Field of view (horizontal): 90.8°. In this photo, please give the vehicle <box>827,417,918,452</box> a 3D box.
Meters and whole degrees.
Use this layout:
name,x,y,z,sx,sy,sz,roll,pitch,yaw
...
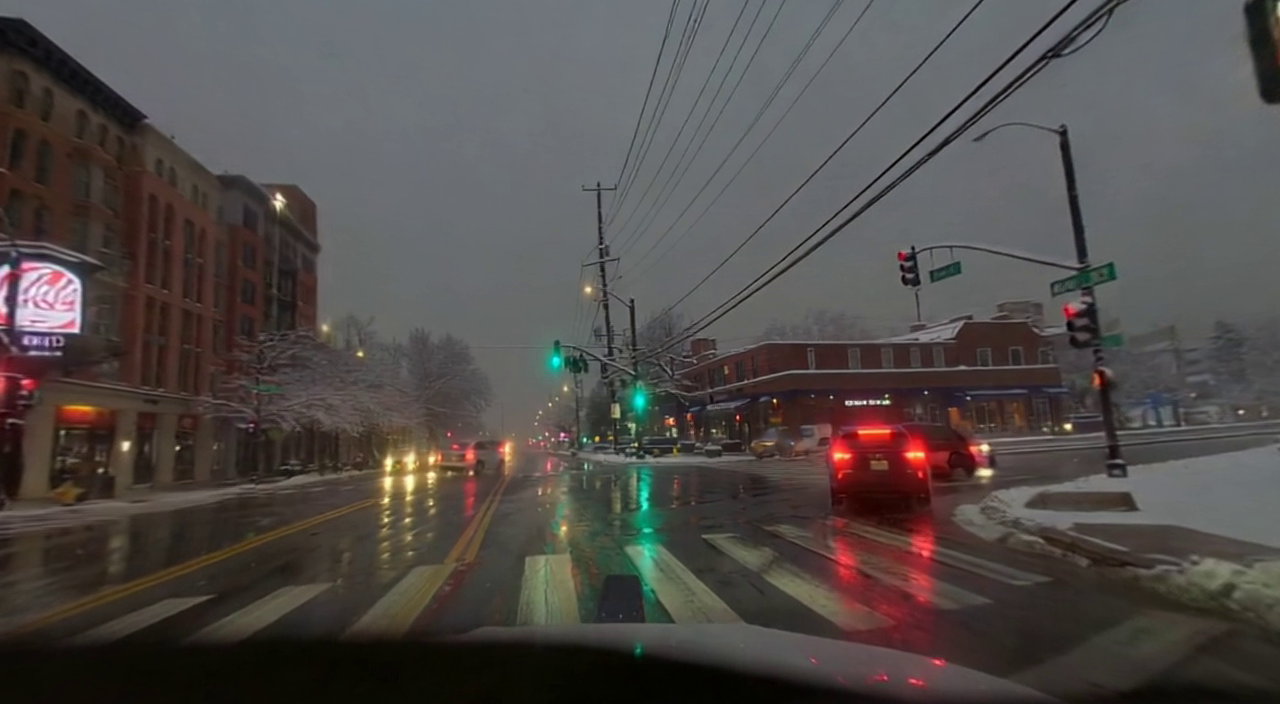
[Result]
name,x,y,z,sx,sy,sz,roll,pitch,yaw
vehicle,12.466,4.440,33.789,4.474,1.788,2.039,4,-10,-28

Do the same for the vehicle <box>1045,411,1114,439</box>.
name,x,y,z,sx,sy,sz,roll,pitch,yaw
vehicle,34.200,5.664,49.165,5.209,1.774,2.210,-1,-5,-30

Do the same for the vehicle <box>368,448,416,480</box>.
name,x,y,z,sx,sy,sz,roll,pitch,yaw
vehicle,-12.537,5.625,32.113,2.036,1.443,4.429,3,-9,-20

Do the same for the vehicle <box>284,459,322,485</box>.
name,x,y,z,sx,sy,sz,roll,pitch,yaw
vehicle,-22.809,8.055,42.671,1.944,1.520,4.512,5,-10,-30

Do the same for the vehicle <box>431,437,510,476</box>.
name,x,y,z,sx,sy,sz,roll,pitch,yaw
vehicle,-7.426,4.629,28.130,2.166,1.579,4.300,-1,-8,2

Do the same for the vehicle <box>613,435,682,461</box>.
name,x,y,z,sx,sy,sz,roll,pitch,yaw
vehicle,0.501,6.675,43.933,4.506,1.733,1.857,2,-9,-16

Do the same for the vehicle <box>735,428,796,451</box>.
name,x,y,z,sx,sy,sz,roll,pitch,yaw
vehicle,8.292,5.858,42.081,1.866,1.430,3.901,5,-10,-30

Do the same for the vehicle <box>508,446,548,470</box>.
name,x,y,z,sx,sy,sz,roll,pitch,yaw
vehicle,-8.545,8.011,47.917,1.968,1.675,4.177,4,-9,-25
